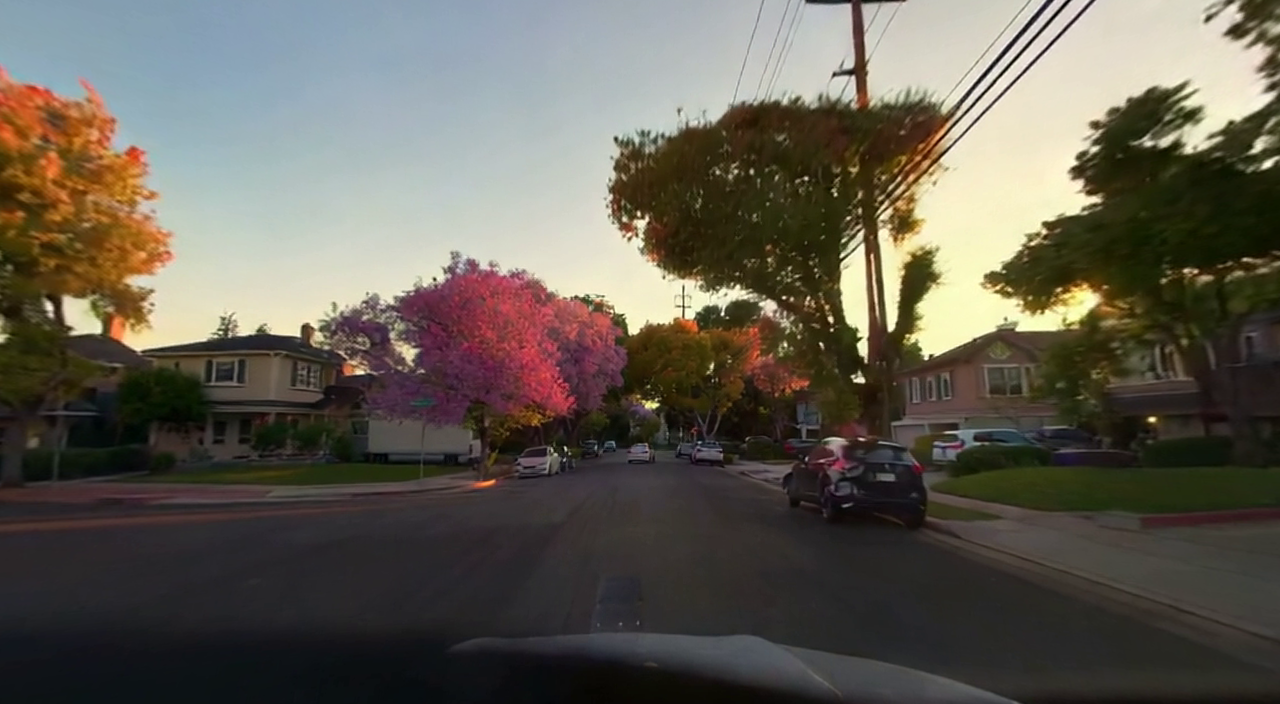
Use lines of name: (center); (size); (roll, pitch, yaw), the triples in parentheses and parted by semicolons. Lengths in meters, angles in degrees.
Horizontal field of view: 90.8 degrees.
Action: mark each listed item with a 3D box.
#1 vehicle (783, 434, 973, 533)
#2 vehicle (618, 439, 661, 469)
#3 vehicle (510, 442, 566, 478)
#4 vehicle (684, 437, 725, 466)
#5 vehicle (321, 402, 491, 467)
vehicle: (4.248, 2.391, 12.184); (2.058, 1.535, 4.323); (0, -8, 1)
vehicle: (0.050, 5.385, 33.510); (2.075, 1.449, 4.526); (0, -8, 2)
vehicle: (-4.758, 5.097, 30.158); (1.874, 1.413, 4.442); (0, -6, 1)
vehicle: (4.013, 6.264, 39.933); (2.103, 1.679, 4.386); (0, -8, 0)
vehicle: (-12.913, 4.656, 35.423); (8.239, 3.354, 2.902); (1, -9, 1)
